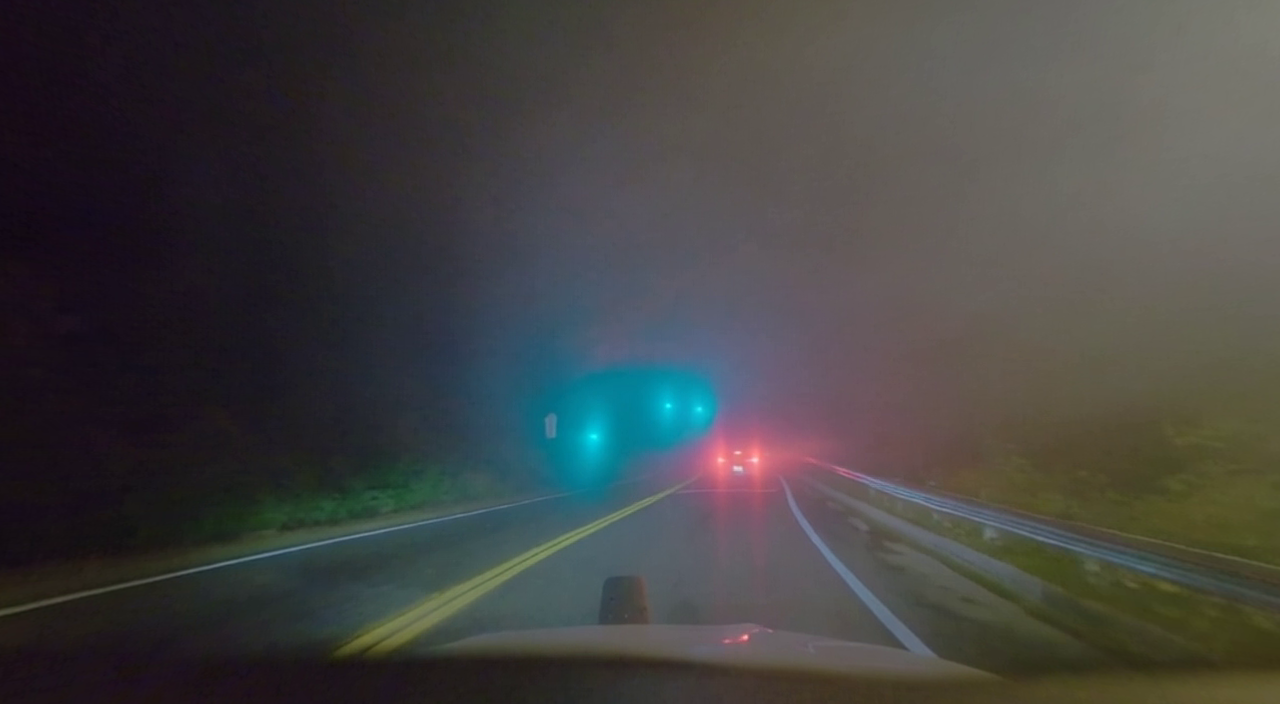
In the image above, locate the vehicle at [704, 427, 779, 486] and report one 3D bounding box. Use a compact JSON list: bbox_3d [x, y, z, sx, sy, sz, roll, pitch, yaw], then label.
[{"bbox_3d":[3.897,3.978,24.359,2.500,1.961,5.637,-1,-8,9],"label":"vehicle"}]
